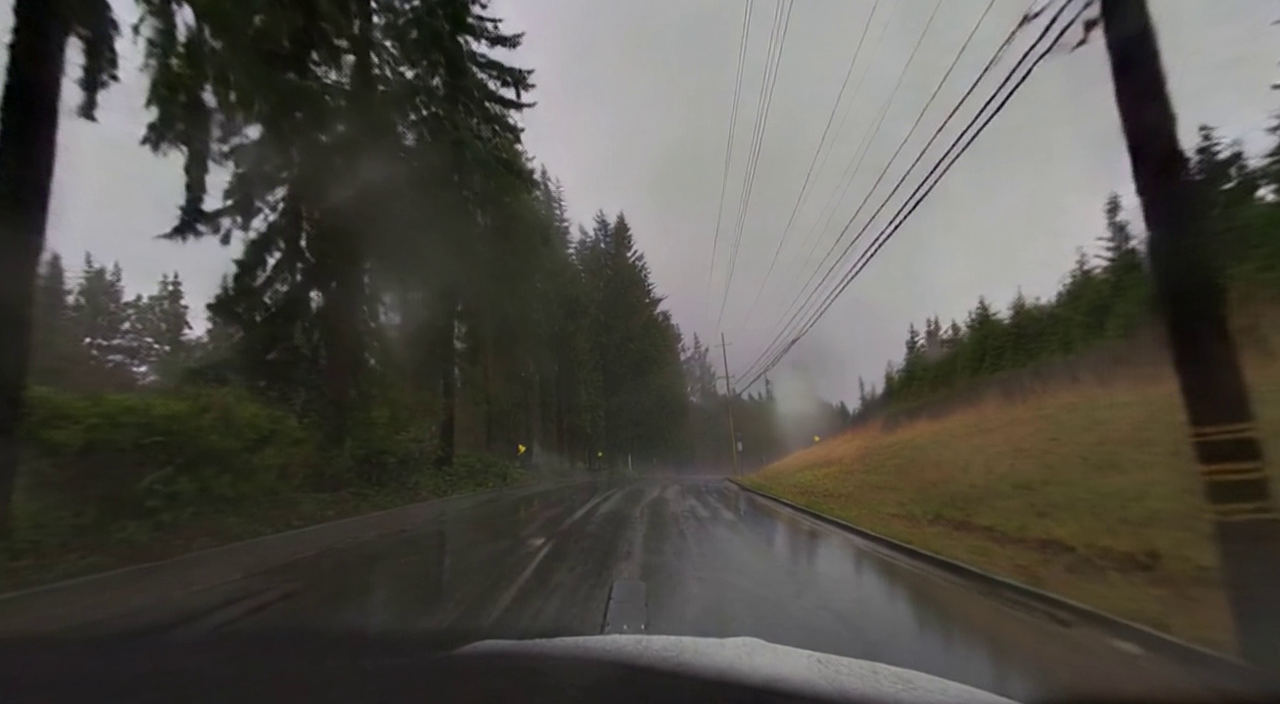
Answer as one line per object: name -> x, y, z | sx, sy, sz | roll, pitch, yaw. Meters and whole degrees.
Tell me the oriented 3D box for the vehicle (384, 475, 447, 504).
vehicle -> -15.501, 9.456, 43.532 | 4.043, 1.673, 1.970 | -6, -10, 32
